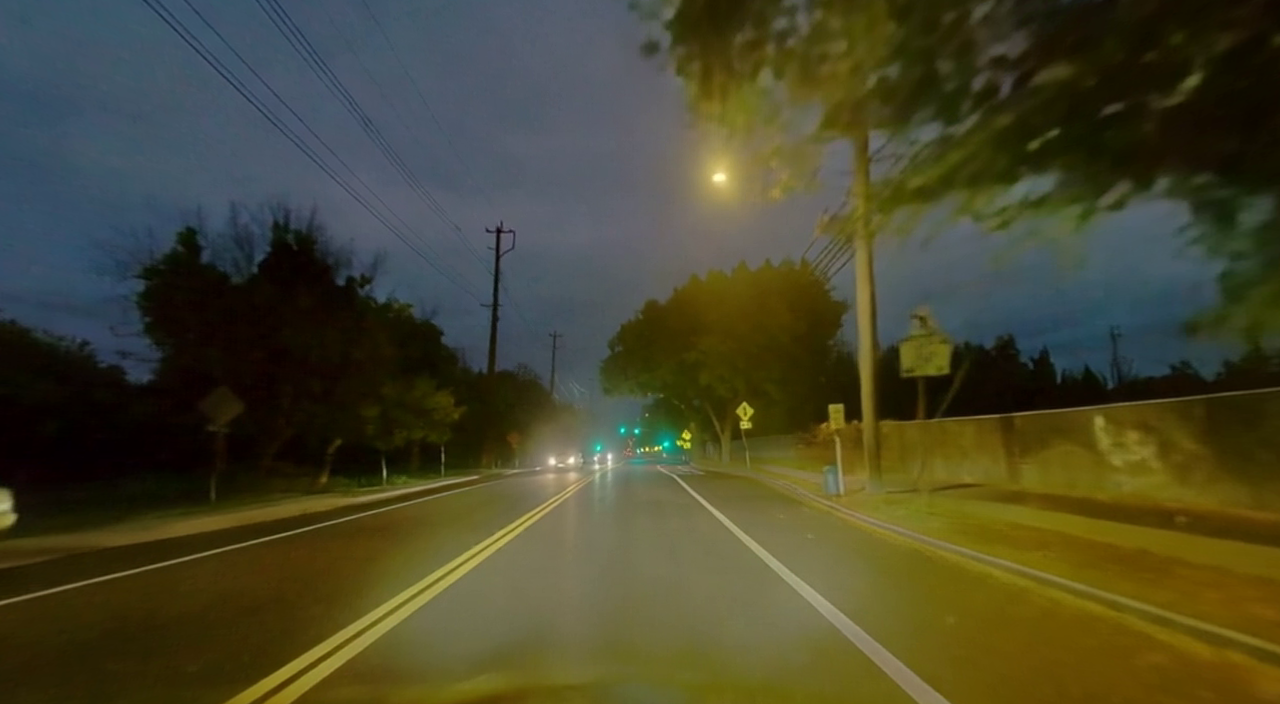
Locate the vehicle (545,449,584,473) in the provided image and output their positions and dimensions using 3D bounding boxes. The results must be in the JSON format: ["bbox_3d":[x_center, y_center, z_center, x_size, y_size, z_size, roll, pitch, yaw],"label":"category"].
[{"bbox_3d":[-5.156,7.445,43.539,2.093,1.523,4.536,-1,-9,1],"label":"vehicle"}]
